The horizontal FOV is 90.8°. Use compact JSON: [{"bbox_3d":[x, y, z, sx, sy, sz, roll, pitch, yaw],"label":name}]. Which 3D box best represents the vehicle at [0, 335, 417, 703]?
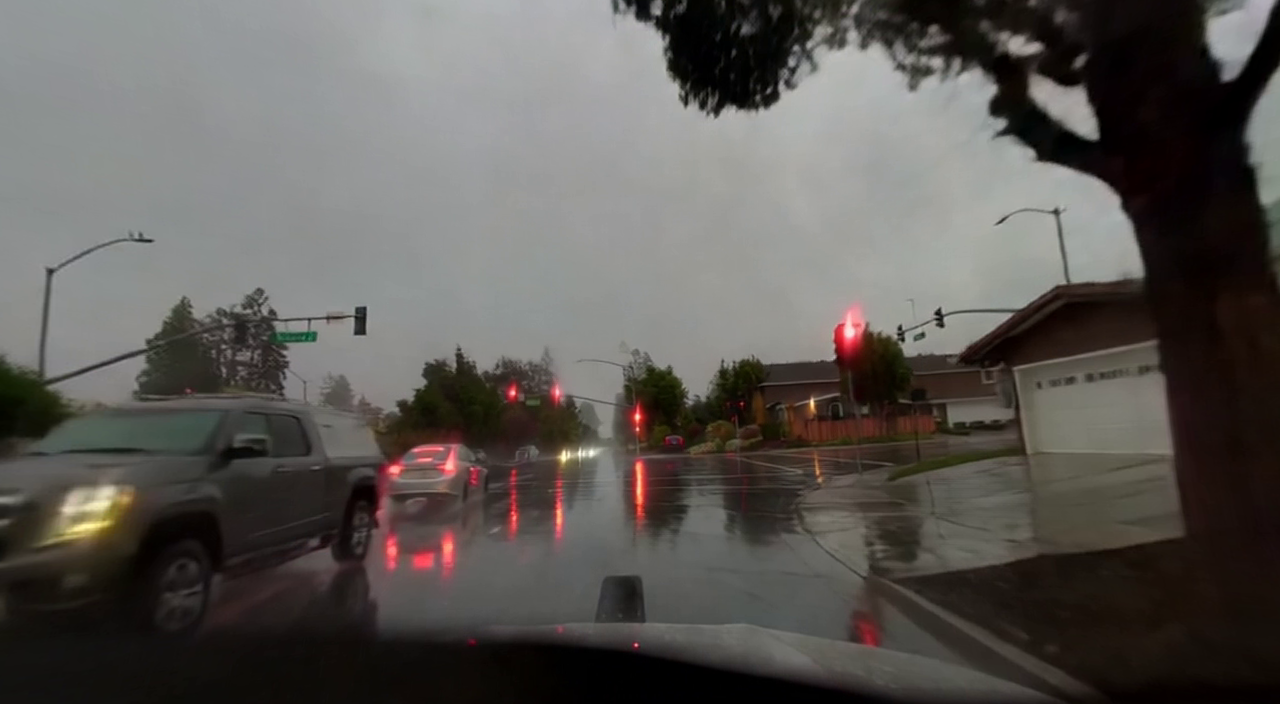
[{"bbox_3d":[-3.617,1.167,5.188,2.041,1.834,4.679,0,-9,-3],"label":"vehicle"}]

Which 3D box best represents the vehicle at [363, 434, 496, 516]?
[{"bbox_3d":[-4.447,2.620,13.980,1.777,1.537,3.831,0,-9,-3],"label":"vehicle"}]
